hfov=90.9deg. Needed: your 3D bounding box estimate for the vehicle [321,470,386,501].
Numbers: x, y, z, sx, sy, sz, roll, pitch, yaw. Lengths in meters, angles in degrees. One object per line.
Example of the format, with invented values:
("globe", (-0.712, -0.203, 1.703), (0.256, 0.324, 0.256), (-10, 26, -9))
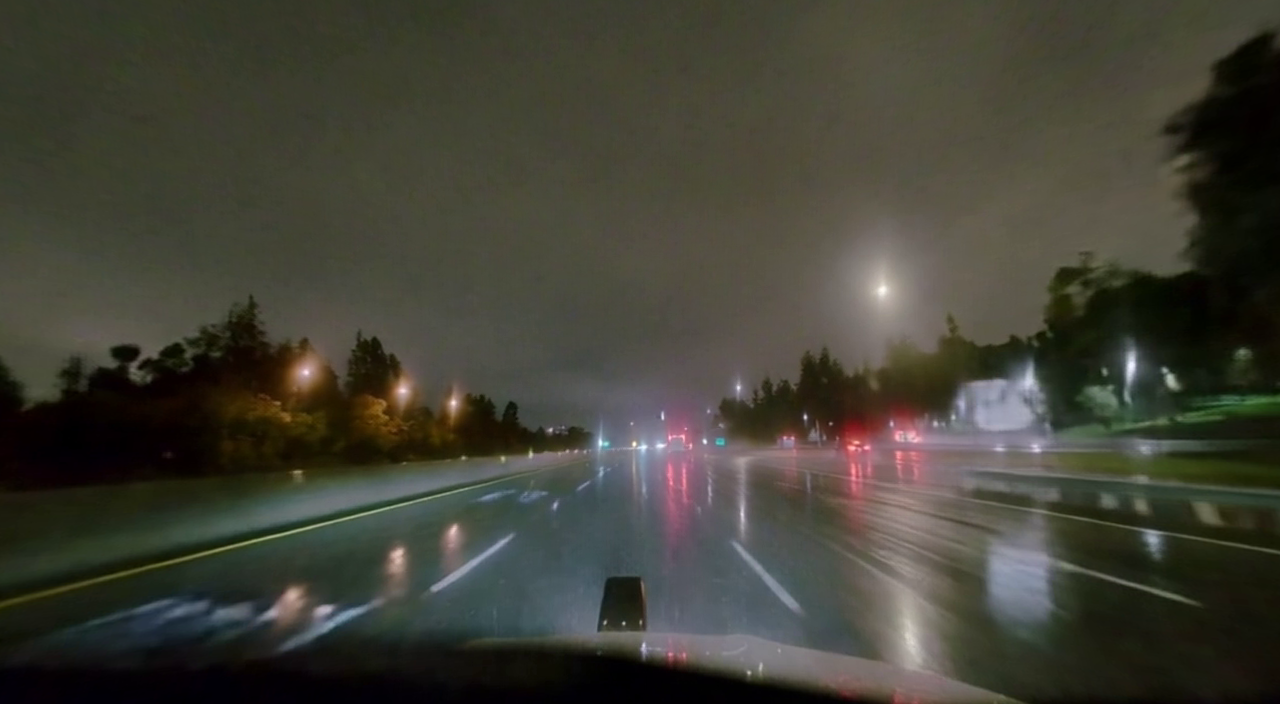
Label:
("vehicle", (-15.908, 7.400, 35.203), (1.767, 1.466, 3.745), (0, -8, 1))
